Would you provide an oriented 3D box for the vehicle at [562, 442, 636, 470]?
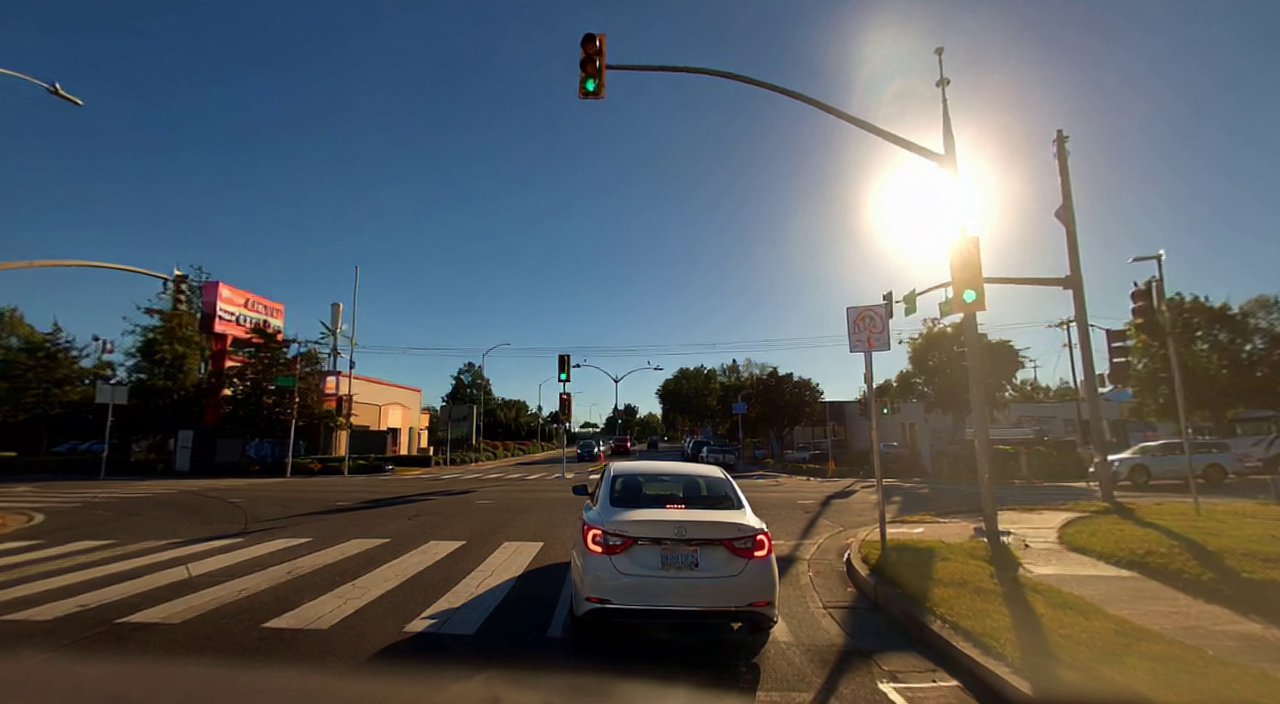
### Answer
[{"bbox_3d":[-2.445,6.153,37.555,3.991,1.526,1.868,-5,-9,30],"label":"vehicle"}]

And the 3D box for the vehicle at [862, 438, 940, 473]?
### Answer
[{"bbox_3d":[12.406,5.040,30.271,1.922,1.529,3.964,0,-11,-2],"label":"vehicle"}]

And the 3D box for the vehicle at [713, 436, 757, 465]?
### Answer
[{"bbox_3d":[6.912,7.200,46.170,1.491,2.041,2.964,6,-9,-35],"label":"vehicle"}]

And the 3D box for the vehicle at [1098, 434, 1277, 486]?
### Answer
[{"bbox_3d":[16.806,3.321,19.512,3.876,1.512,1.784,0,-8,-1],"label":"vehicle"}]
